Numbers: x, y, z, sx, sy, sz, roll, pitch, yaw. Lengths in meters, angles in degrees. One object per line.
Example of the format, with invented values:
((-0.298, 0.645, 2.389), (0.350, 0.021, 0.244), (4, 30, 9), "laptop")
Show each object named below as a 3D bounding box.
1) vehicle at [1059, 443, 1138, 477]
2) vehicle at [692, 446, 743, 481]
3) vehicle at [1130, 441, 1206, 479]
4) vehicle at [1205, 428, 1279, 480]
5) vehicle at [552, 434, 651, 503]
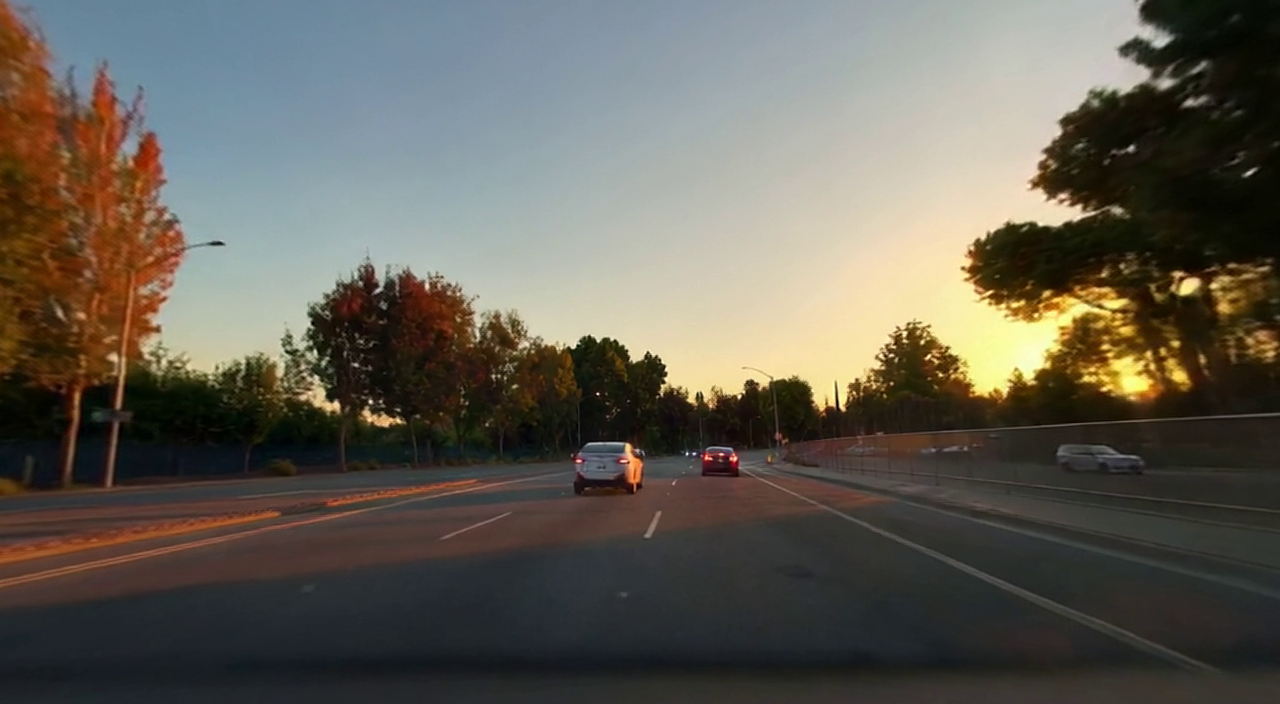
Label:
((21.458, 4.996, 29.506), (4.404, 1.469, 1.947), (8, -11, -41), "vehicle")
((3.541, 5.123, 29.312), (2.147, 1.474, 4.083), (-1, -9, 6), "vehicle")
((23.442, 4.750, 27.984), (2.039, 1.440, 4.655), (-13, -14, 43), "vehicle")
((24.852, 4.168, 25.806), (2.122, 1.848, 4.881), (-14, -15, 43), "vehicle")
((-0.919, 3.257, 18.096), (2.105, 1.676, 4.541), (-1, -9, 6), "vehicle")
